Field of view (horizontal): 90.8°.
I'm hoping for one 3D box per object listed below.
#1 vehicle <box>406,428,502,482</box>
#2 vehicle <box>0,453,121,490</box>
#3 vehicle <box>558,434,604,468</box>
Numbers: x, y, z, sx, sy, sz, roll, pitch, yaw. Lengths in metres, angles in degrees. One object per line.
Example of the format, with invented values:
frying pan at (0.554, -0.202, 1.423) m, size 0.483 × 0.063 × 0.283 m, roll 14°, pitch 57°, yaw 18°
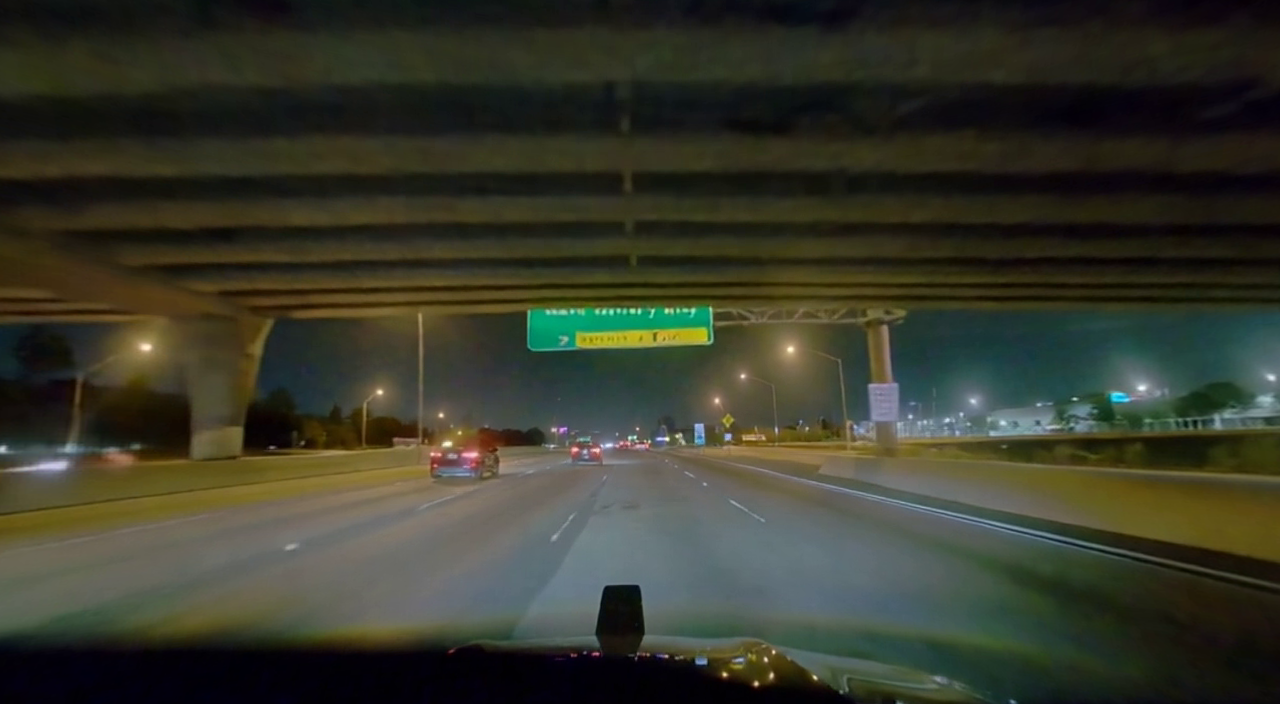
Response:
vehicle at (-6.608, 3.718, 23.064) m, size 2.015 × 1.762 × 4.790 m, roll 0°, pitch -8°, yaw 0°
vehicle at (-26.402, 5.366, 28.715) m, size 1.792 × 1.456 × 4.589 m, roll 0°, pitch -9°, yaw -1°
vehicle at (-3.072, 5.240, 33.590) m, size 2.027 × 1.697 × 4.307 m, roll 0°, pitch -8°, yaw 0°
